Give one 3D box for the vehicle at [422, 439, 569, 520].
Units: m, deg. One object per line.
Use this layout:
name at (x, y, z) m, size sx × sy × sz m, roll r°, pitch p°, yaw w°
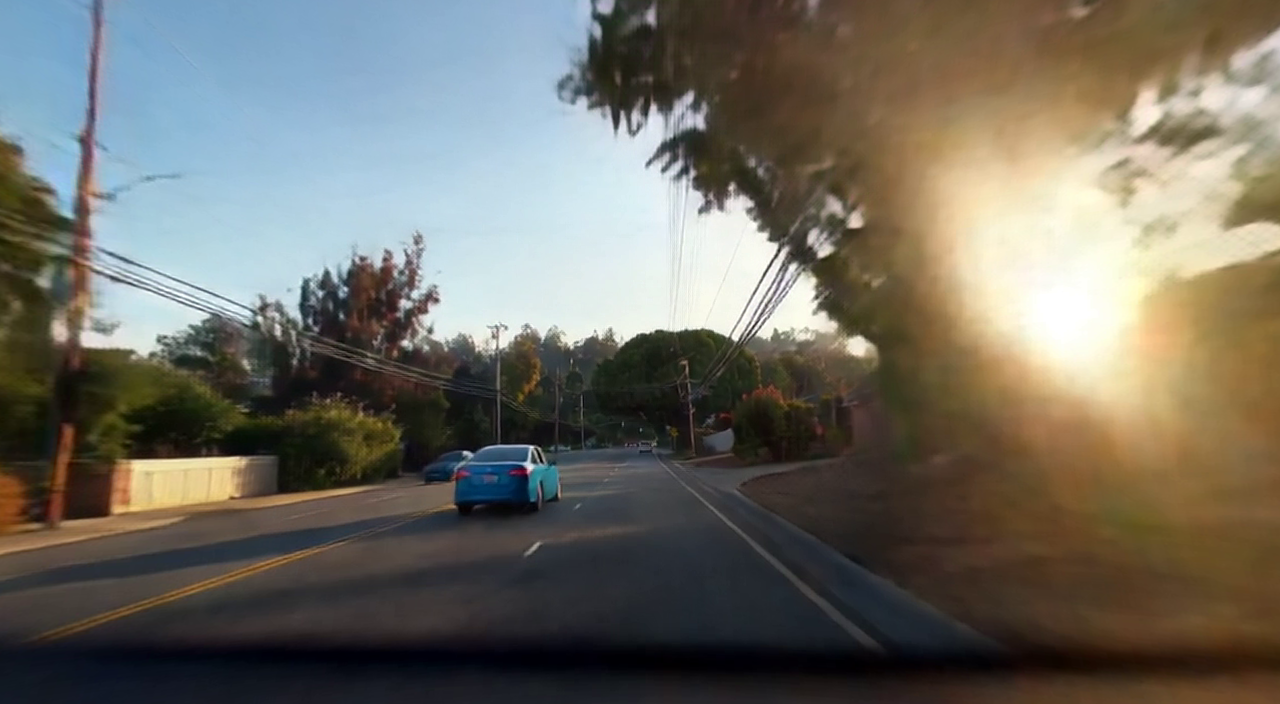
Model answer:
vehicle at (-3.031, 2.785, 14.506) m, size 2.085 × 1.512 × 5.023 m, roll 0°, pitch -8°, yaw 1°
